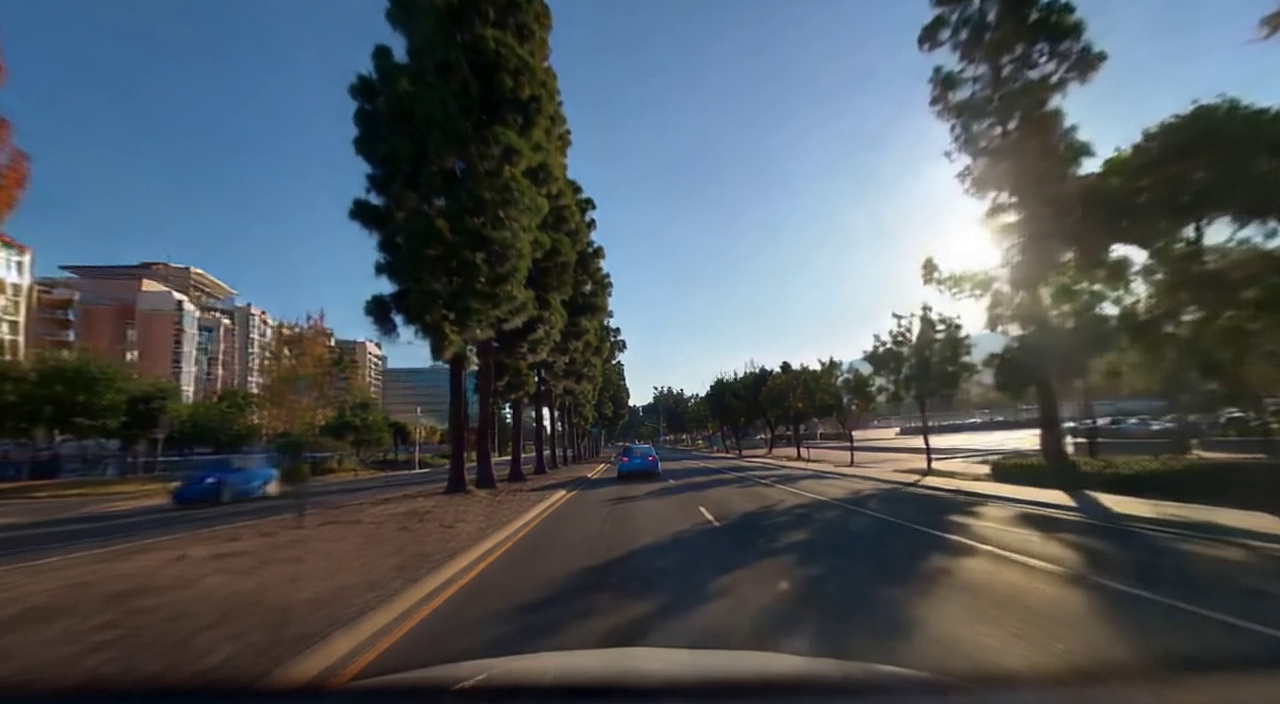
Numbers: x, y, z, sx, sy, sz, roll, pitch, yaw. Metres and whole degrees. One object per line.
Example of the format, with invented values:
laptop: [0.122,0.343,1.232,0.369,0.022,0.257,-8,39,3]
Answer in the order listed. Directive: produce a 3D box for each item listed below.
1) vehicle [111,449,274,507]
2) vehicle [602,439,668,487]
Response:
vehicle: [-14.722,4.121,21.202,2.019,1.681,4.548,-1,-8,2]
vehicle: [-0.169,3.819,22.082,2.042,1.479,4.601,0,-8,0]
